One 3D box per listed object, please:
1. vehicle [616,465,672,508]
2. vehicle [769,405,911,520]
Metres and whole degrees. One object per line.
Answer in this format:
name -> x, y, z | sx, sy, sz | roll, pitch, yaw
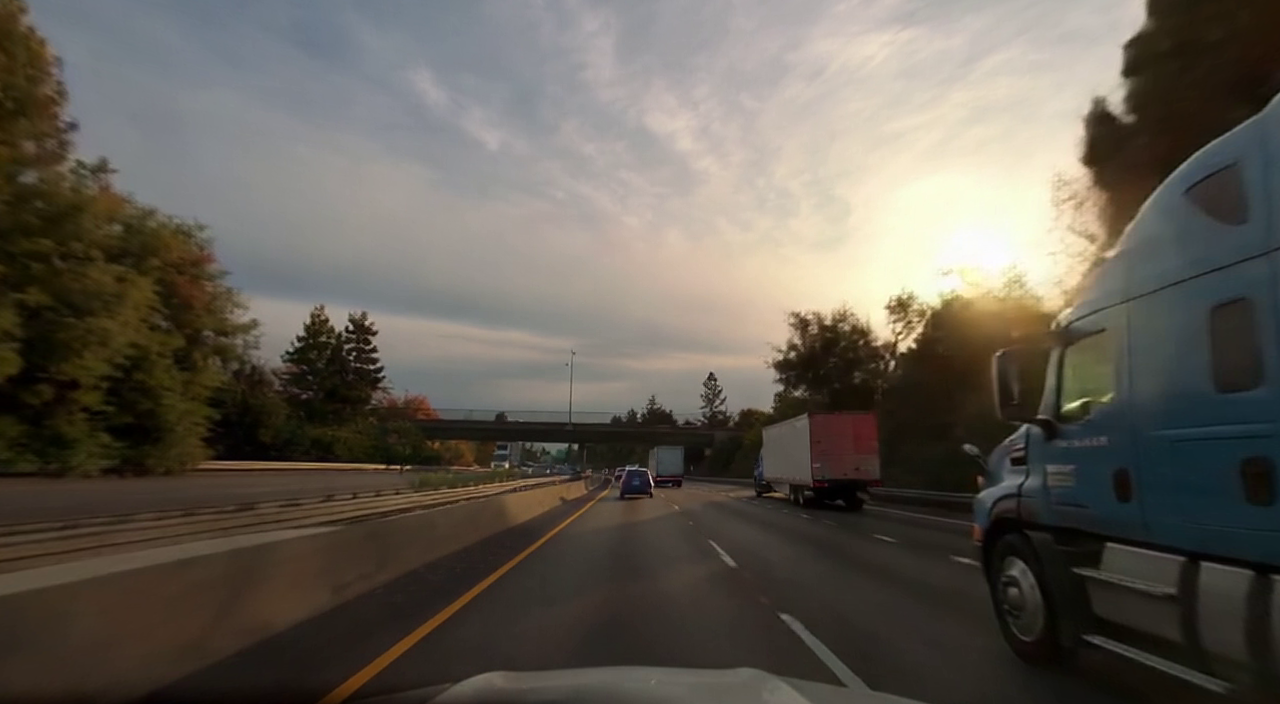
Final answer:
vehicle -> 0.154, 5.369, 25.402 | 2.067, 1.552, 3.601 | 1, -11, 0
vehicle -> 7.356, 4.330, 24.638 | 2.839, 3.684, 8.091 | 1, -11, 0
